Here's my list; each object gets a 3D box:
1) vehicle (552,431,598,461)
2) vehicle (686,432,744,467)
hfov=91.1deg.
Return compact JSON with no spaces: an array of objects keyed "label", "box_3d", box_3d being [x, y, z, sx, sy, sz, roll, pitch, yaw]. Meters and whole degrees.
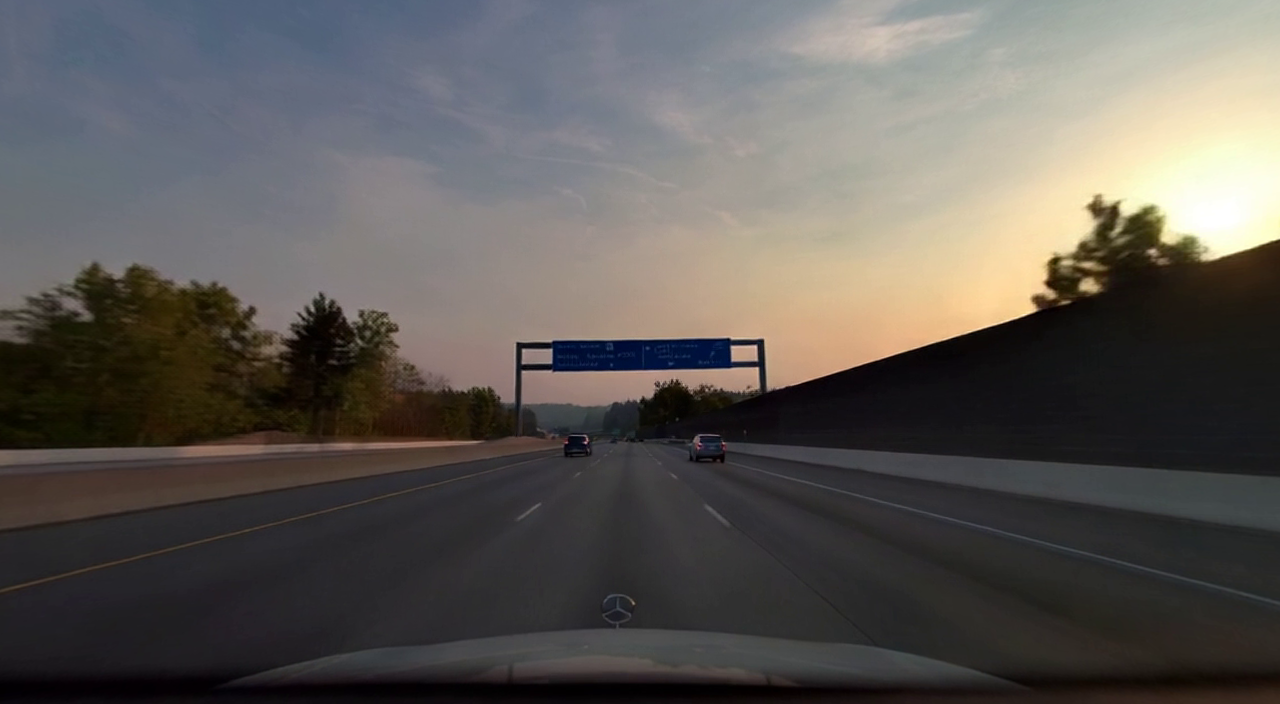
[{"label":"vehicle","box_3d":[-3.755,5.508,37.111,2.219,1.660,4.153,0,-8,0]},{"label":"vehicle","box_3d":[3.438,4.570,29.725,2.077,1.523,4.539,0,-8,-2]}]
